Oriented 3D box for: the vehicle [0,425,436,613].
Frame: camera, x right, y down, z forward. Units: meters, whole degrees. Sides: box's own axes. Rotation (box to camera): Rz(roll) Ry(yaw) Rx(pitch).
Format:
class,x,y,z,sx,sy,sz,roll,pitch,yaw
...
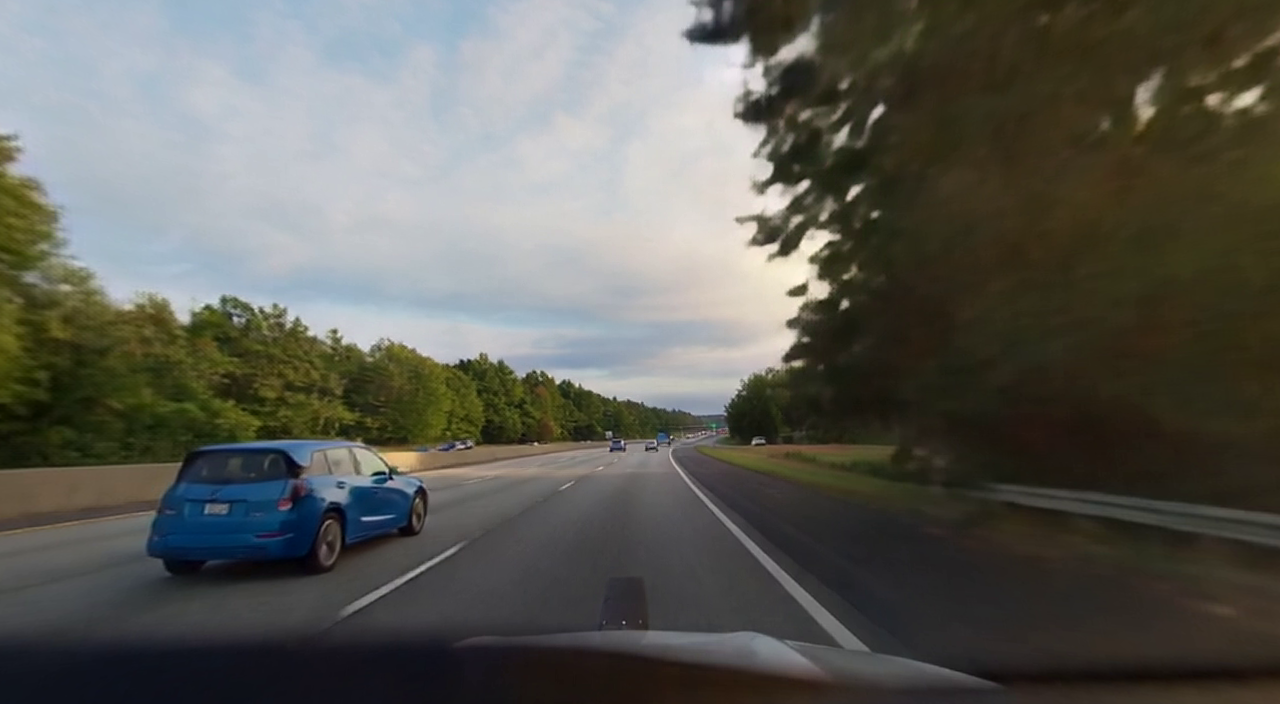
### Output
class,x,y,z,sx,sy,sz,roll,pitch,yaw
vehicle,-4.139,1.644,7.250,1.996,1.454,4.495,0,-8,1
